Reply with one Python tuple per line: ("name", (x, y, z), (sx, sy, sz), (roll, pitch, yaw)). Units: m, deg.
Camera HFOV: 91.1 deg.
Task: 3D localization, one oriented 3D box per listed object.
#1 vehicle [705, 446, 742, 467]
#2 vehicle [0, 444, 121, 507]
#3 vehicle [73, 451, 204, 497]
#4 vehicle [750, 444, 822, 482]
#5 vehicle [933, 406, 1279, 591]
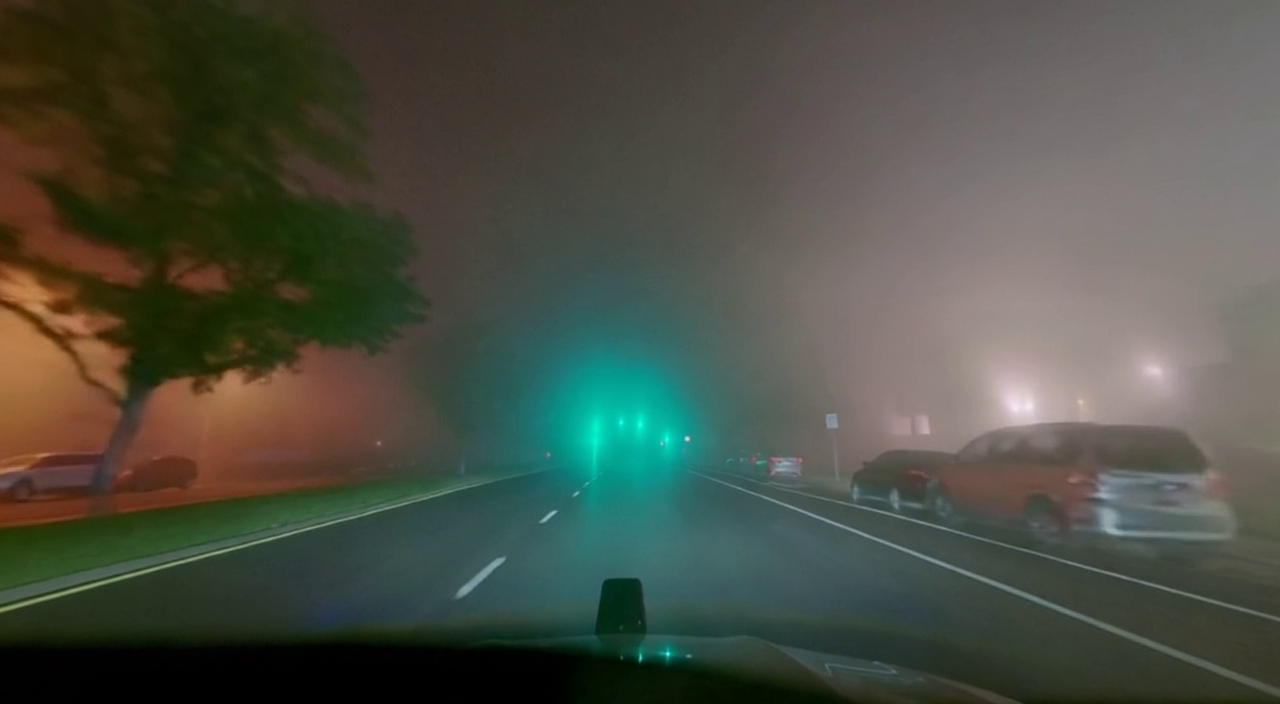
("vehicle", (6.094, 7.713, 46.463), (1.945, 1.481, 4.421), (1, -9, -3))
("vehicle", (-21.519, 4.234, 21.839), (2.196, 1.854, 5.677), (-1, -7, -1))
("vehicle", (-21.725, 5.248, 27.508), (1.965, 1.523, 4.798), (-1, -6, -2))
("vehicle", (6.336, 4.879, 27.866), (1.922, 1.494, 4.772), (0, -9, -2))
("vehicle", (6.417, 1.858, 8.884), (2.032, 1.844, 4.964), (0, -9, -1))
